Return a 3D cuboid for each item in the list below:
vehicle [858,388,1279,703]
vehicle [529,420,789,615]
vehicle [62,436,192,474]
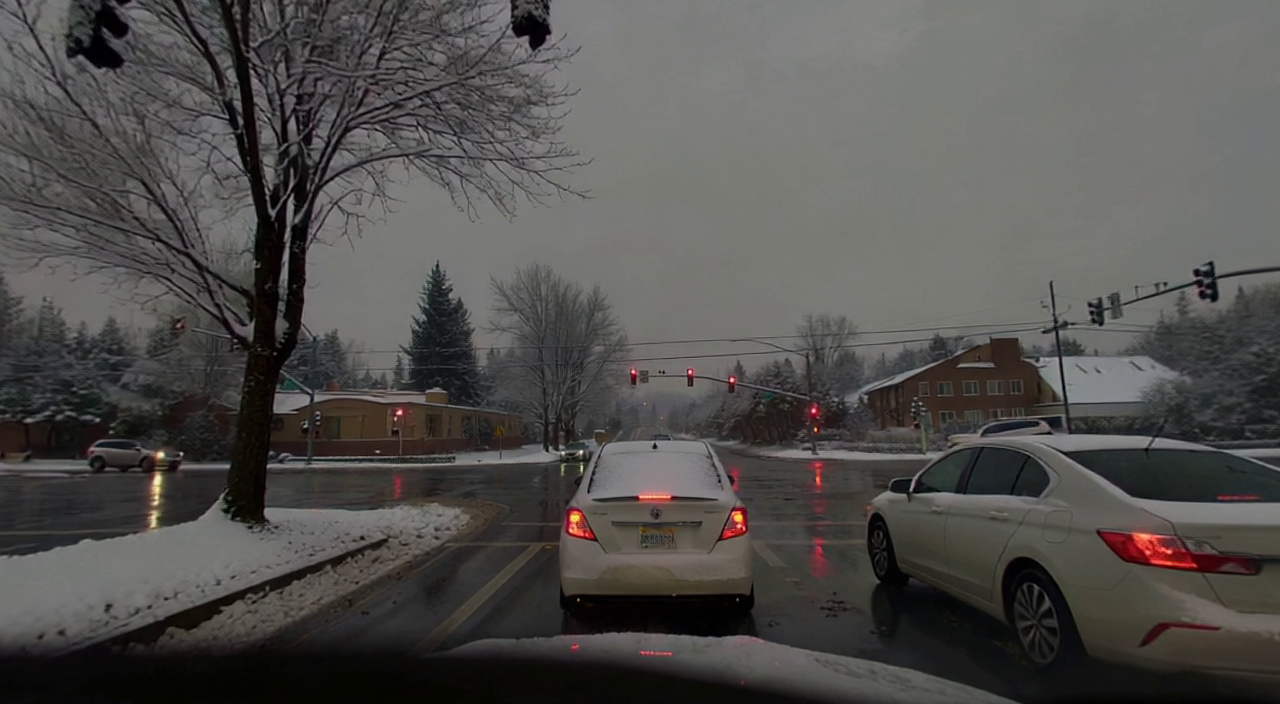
[{"bbox_3d":[3.177,1.123,3.898,1.931,1.493,4.555,0,-8,-1],"label":"vehicle"},{"bbox_3d":[0.103,1.563,6.874,2.017,1.485,3.813,0,-8,-1],"label":"vehicle"},{"bbox_3d":[-24.280,4.870,29.986,4.450,1.684,1.894,0,-8,0],"label":"vehicle"}]
